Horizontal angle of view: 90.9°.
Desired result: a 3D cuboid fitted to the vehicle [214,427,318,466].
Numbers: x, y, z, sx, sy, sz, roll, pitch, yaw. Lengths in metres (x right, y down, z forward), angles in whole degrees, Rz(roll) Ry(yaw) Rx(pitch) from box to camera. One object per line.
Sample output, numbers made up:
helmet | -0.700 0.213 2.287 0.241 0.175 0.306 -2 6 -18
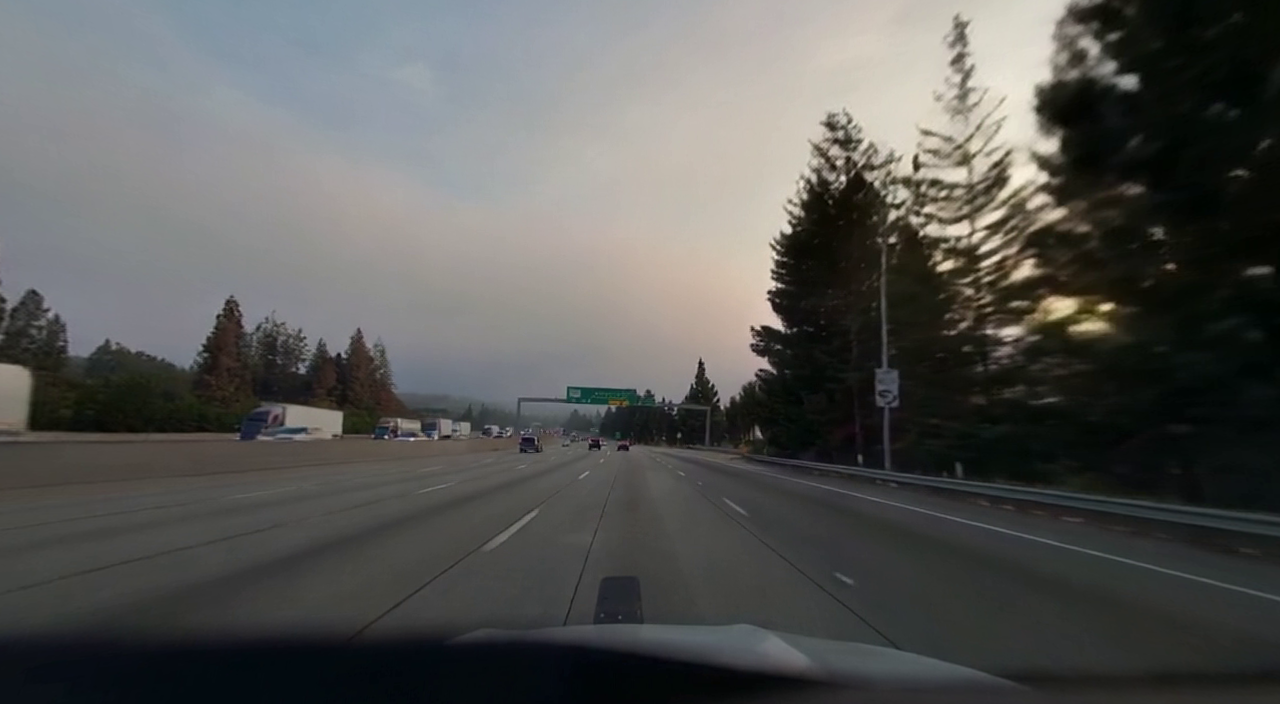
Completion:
vehicle | -17.955 4.536 30.598 2.070 1.725 4.946 0 -8 -1

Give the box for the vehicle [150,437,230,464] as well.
vehicle | -25.866 5.663 36.398 1.741 1.455 3.896 0 -8 0

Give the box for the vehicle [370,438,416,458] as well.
vehicle | -18.981 7.372 48.626 1.896 1.425 4.391 0 -8 -1

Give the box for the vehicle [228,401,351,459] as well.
vehicle | -26.118 6.005 48.020 2.922 3.800 11.932 0 -8 -2

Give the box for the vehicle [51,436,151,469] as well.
vehicle | -25.566 4.746 30.049 1.694 1.429 3.479 0 -8 -1
